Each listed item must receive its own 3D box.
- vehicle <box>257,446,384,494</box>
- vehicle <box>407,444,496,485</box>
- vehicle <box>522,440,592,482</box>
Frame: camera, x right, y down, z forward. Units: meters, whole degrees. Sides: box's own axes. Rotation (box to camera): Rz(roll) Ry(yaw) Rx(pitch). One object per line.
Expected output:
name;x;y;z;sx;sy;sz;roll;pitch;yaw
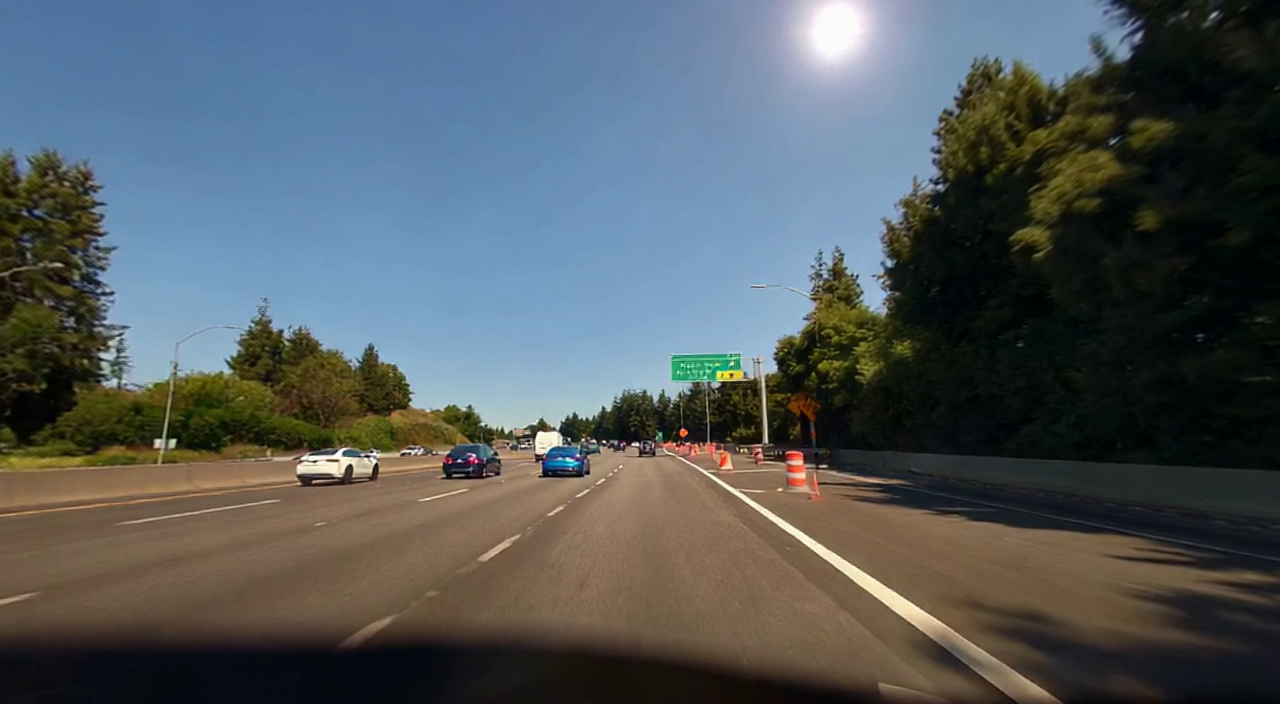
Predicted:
vehicle;-10.917;4.030;21.896;1.946;1.472;4.472;0;-8;2
vehicle;-7.295;4.370;24.786;1.951;1.439;4.633;0;-8;2
vehicle;-3.151;4.248;24.838;1.963;1.462;4.681;0;-8;2
